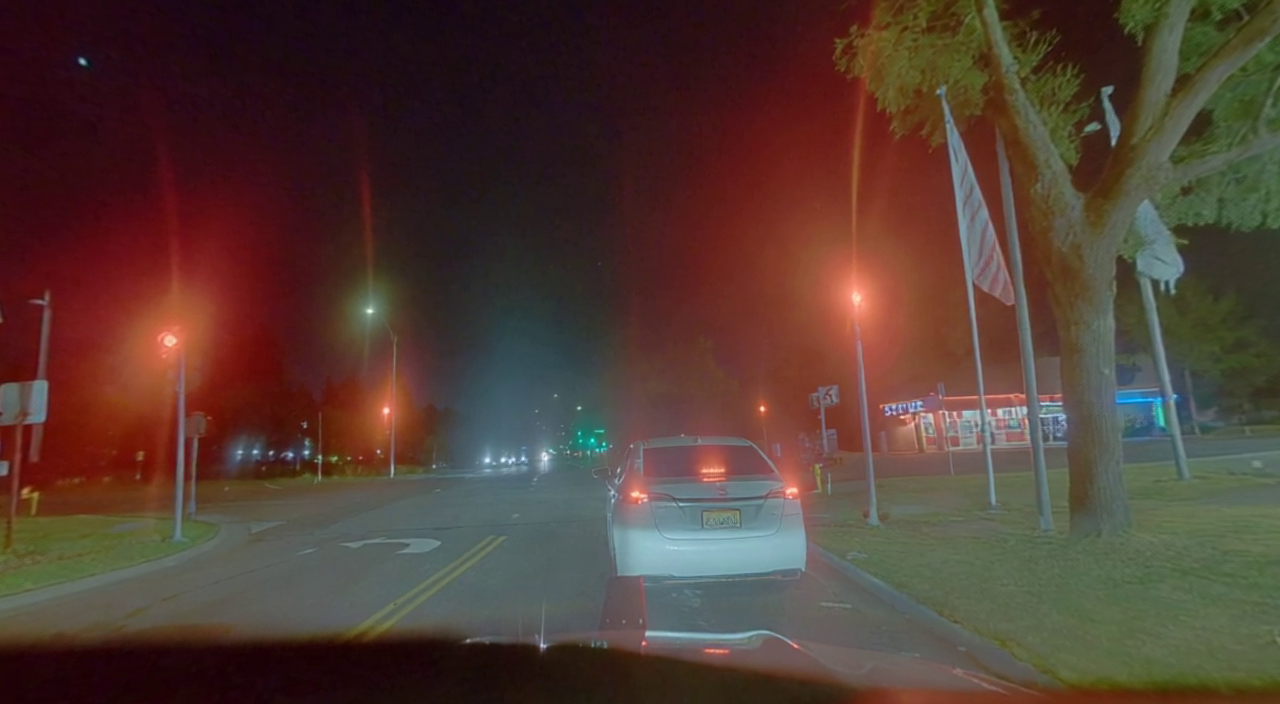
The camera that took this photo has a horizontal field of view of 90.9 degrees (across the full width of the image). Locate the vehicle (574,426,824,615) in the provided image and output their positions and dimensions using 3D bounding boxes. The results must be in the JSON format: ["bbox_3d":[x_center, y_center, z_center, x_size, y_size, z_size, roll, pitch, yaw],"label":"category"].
[{"bbox_3d":[0.378,1.621,6.897,1.985,1.463,3.647,0,-9,-3],"label":"vehicle"}]

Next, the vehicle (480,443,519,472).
[{"bbox_3d":[-10.058,7.590,45.343,2.212,1.948,4.537,0,-9,-6],"label":"vehicle"}]
